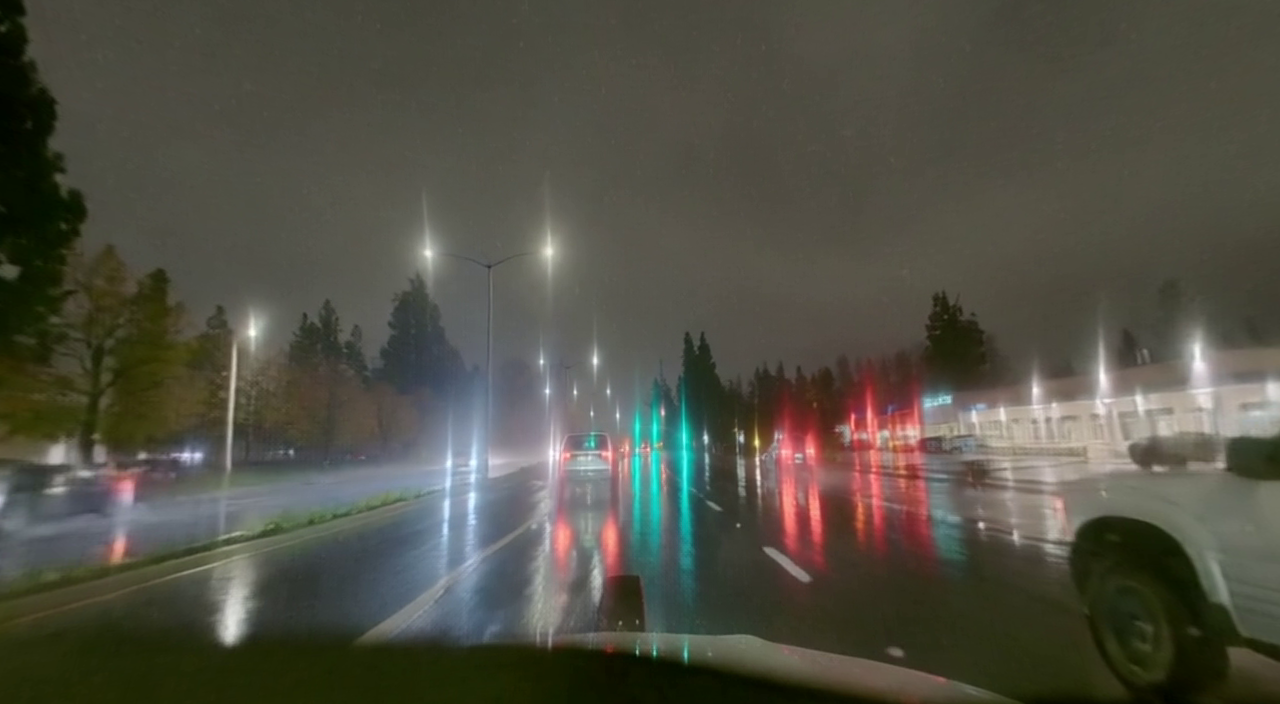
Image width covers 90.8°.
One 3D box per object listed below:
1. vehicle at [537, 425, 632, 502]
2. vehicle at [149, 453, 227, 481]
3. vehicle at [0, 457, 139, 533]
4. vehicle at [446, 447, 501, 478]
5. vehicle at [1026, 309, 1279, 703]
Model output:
[{"bbox_3d":[-1.498,3.093,17.983,2.300,1.870,4.936,0,-8,-3],"label":"vehicle"},{"bbox_3d":[-28.539,7.252,39.973,3.590,1.477,1.837,-3,-8,0],"label":"vehicle"},{"bbox_3d":[-15.489,3.533,16.016,2.022,1.615,4.324,0,-8,0],"label":"vehicle"},{"bbox_3d":[-9.114,6.069,34.964,2.001,1.579,3.930,0,-8,0],"label":"vehicle"},{"bbox_3d":[3.525,0.597,1.488,2.238,1.767,4.563,0,-8,-1],"label":"vehicle"}]
